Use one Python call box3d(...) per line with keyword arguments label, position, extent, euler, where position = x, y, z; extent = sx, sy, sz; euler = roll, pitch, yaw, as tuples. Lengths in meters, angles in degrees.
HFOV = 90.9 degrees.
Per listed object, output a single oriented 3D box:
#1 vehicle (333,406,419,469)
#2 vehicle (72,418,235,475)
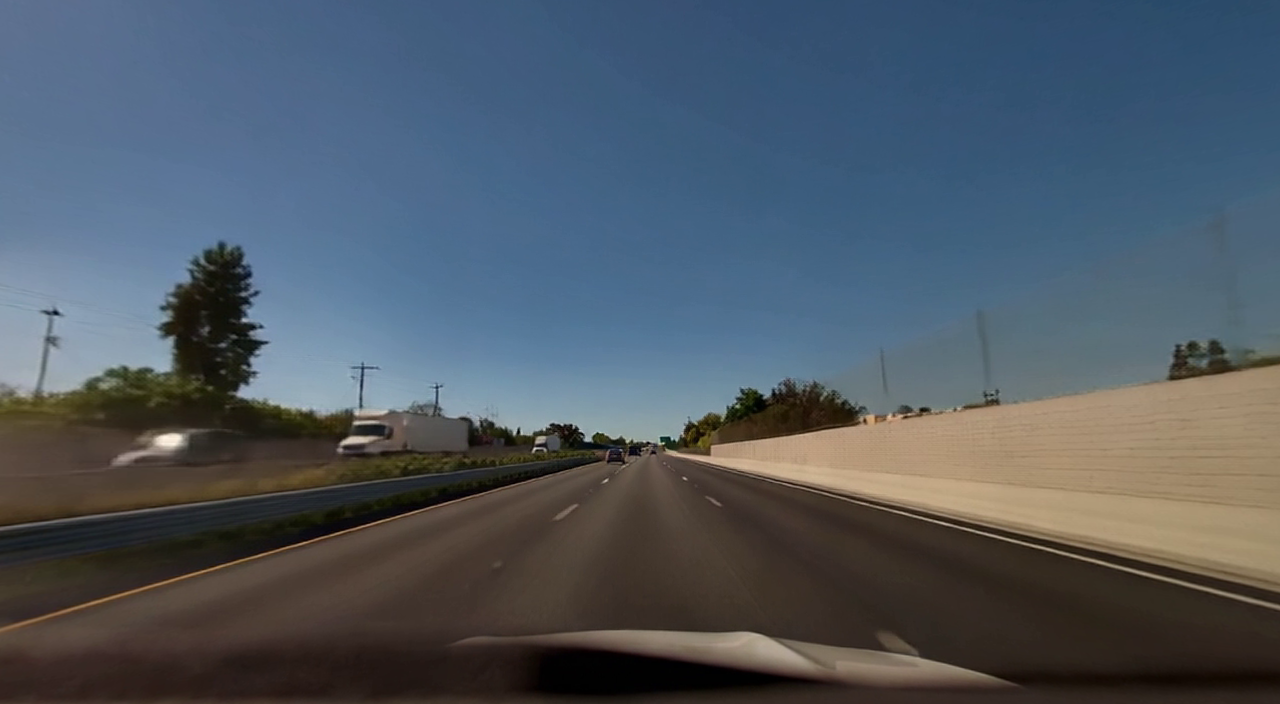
box3d(label="vehicle", position=(-17.667, 5.851, 42.698), extent=(2.962, 3.939, 6.060), euler=(0, -9, 2))
box3d(label="vehicle", position=(-14.789, 2.935, 19.505), extent=(1.753, 1.556, 4.053), euler=(0, -9, 1))
